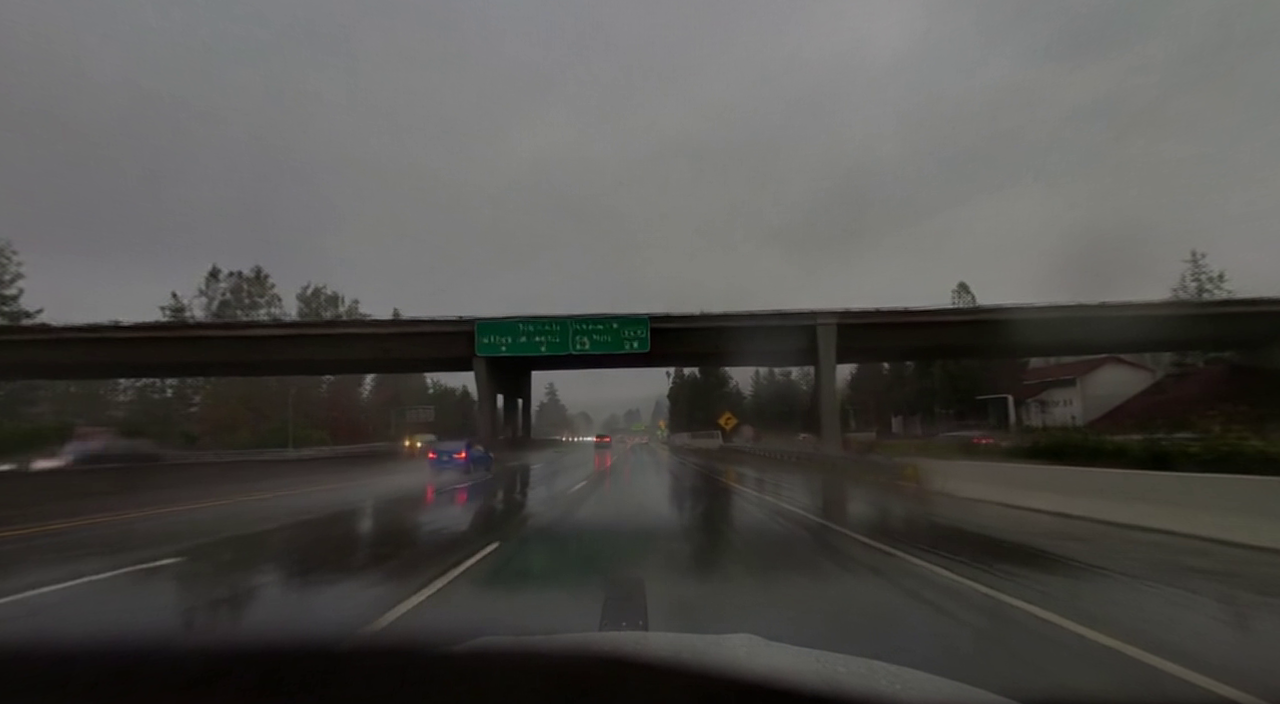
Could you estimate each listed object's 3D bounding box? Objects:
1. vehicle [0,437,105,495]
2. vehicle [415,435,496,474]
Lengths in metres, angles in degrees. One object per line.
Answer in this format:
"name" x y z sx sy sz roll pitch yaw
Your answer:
"vehicle" -17.469 3.089 17.261 1.815 1.485 4.311 0 -8 1
"vehicle" -7.489 4.209 26.105 1.987 1.486 4.174 0 -8 2
